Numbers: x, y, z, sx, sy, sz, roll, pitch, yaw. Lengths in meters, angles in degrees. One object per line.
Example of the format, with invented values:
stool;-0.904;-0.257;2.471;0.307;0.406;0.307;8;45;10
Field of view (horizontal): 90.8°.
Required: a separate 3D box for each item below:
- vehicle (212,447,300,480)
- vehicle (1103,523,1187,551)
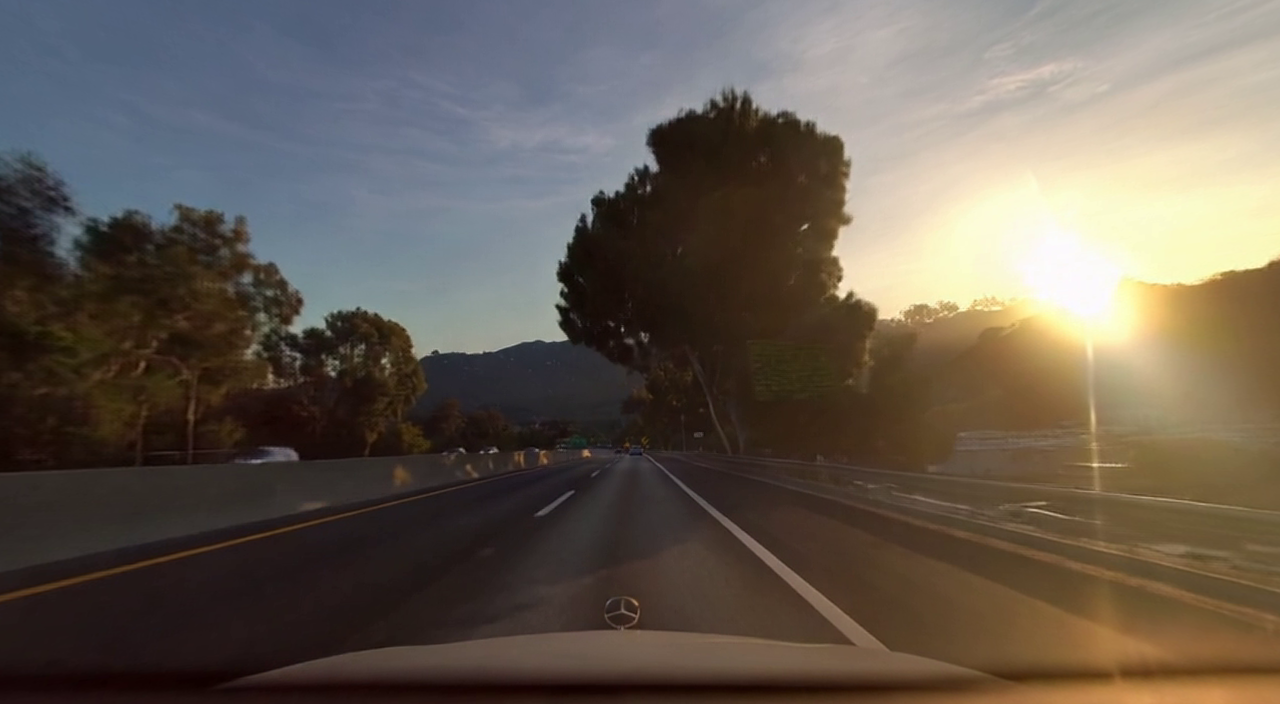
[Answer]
vehicle;-21.871;6.333;36.251;2.198;1.735;4.468;0;-9;0
vehicle;35.660;13.064;44.699;3.995;1.648;2.144;0;-8;2
